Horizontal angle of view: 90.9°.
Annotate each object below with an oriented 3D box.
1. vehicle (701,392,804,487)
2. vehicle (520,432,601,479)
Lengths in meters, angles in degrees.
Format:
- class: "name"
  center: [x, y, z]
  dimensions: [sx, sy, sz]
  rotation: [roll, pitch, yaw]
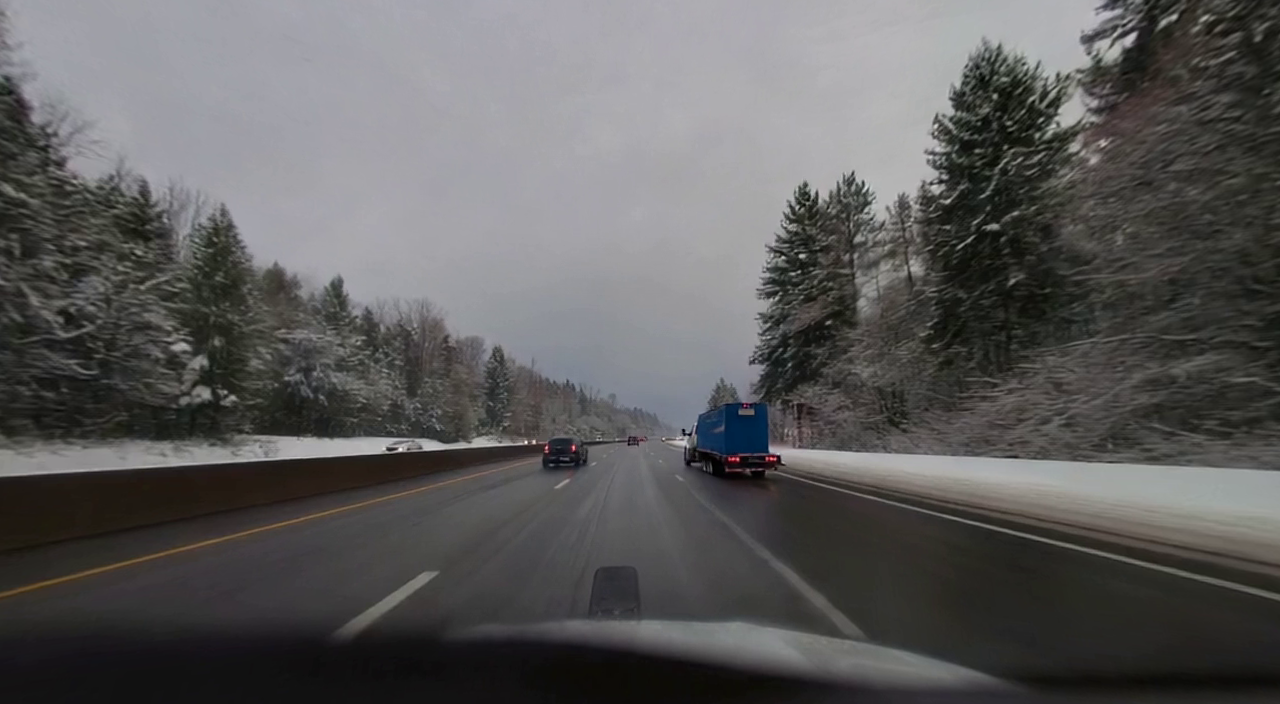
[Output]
- class: "vehicle"
  center: [3.264, 2.664, 19.218]
  dimensions: [2.256, 2.568, 4.049]
  rotation: [0, -8, -1]
- class: "vehicle"
  center: [-2.788, 3.725, 23.161]
  dimensions: [2.195, 1.529, 4.572]
  rotation: [0, -8, 2]
